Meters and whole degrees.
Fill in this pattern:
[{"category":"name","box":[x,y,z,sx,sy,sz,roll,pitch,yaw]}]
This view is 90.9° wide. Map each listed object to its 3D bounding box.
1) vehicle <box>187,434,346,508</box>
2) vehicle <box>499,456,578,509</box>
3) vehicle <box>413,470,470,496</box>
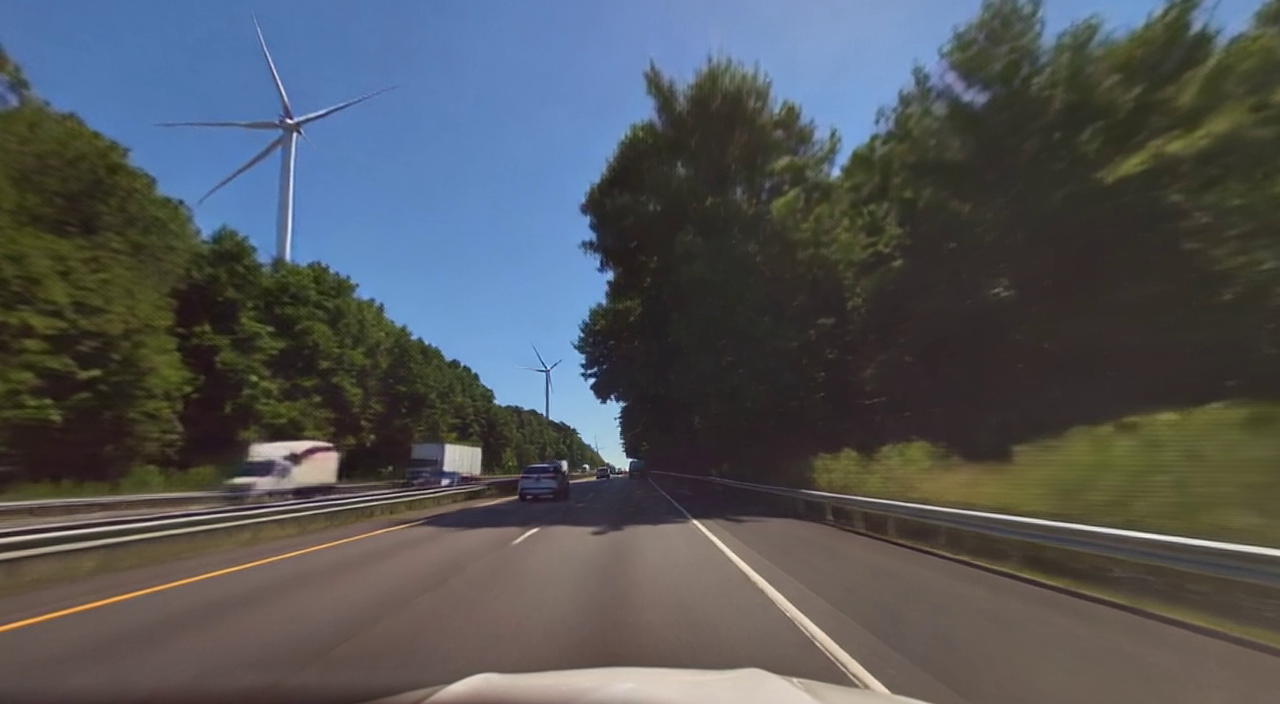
[{"category":"vehicle","box":[-16.379,5.349,28.423,2.486,2.808,7.416,1,-11,1]},{"category":"vehicle","box":[-3.574,4.723,23.081,2.124,1.705,4.440,1,-11,0]},{"category":"vehicle","box":[-11.868,7.848,37.972,1.929,1.466,4.564,1,-11,0]}]
